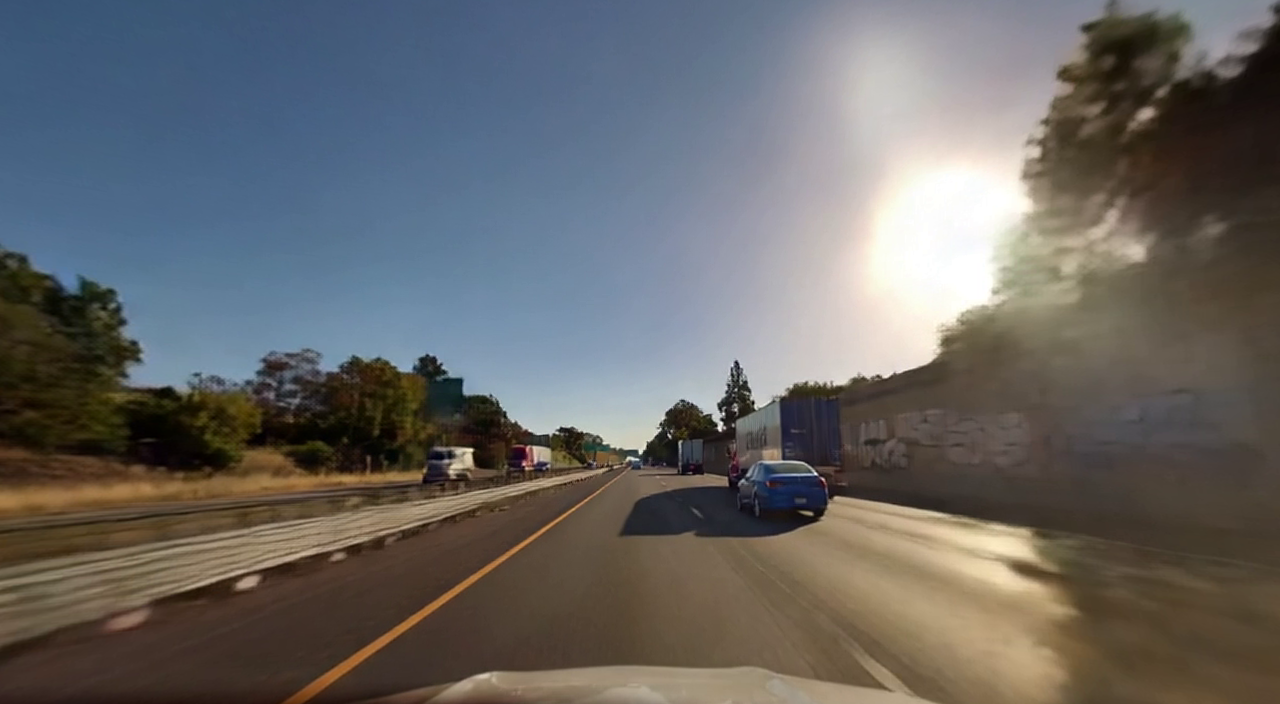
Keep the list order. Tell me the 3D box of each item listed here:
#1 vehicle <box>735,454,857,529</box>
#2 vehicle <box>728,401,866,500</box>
[{"bbox_3d":[3.628,3.337,15.369,2.011,1.574,3.512,1,-11,-1],"label":"vehicle"},{"bbox_3d":[7.643,5.587,34.470,3.298,4.017,16.824,1,-10,0],"label":"vehicle"}]
